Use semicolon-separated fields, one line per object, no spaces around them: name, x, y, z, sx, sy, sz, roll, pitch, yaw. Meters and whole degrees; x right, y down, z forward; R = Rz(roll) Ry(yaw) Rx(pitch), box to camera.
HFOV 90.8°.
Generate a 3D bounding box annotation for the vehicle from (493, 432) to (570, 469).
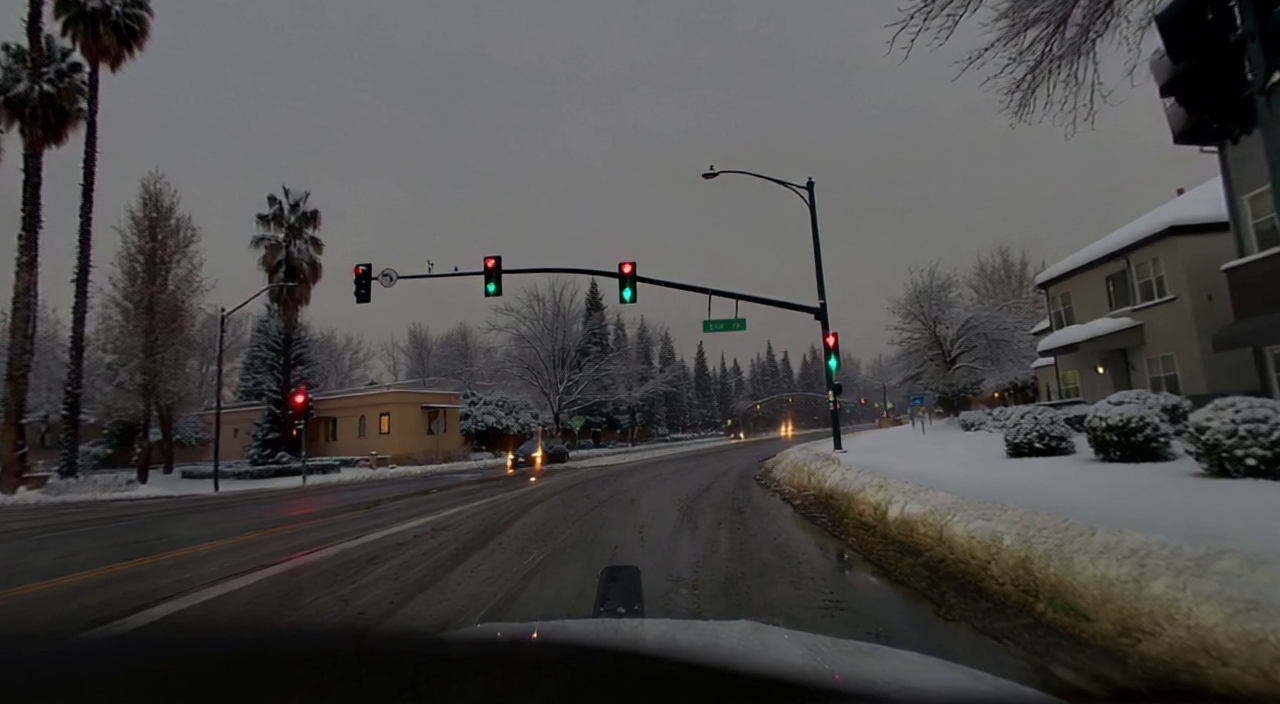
vehicle;-5.649;5.236;33.629;2.181;1.792;4.648;-3;-9;16
